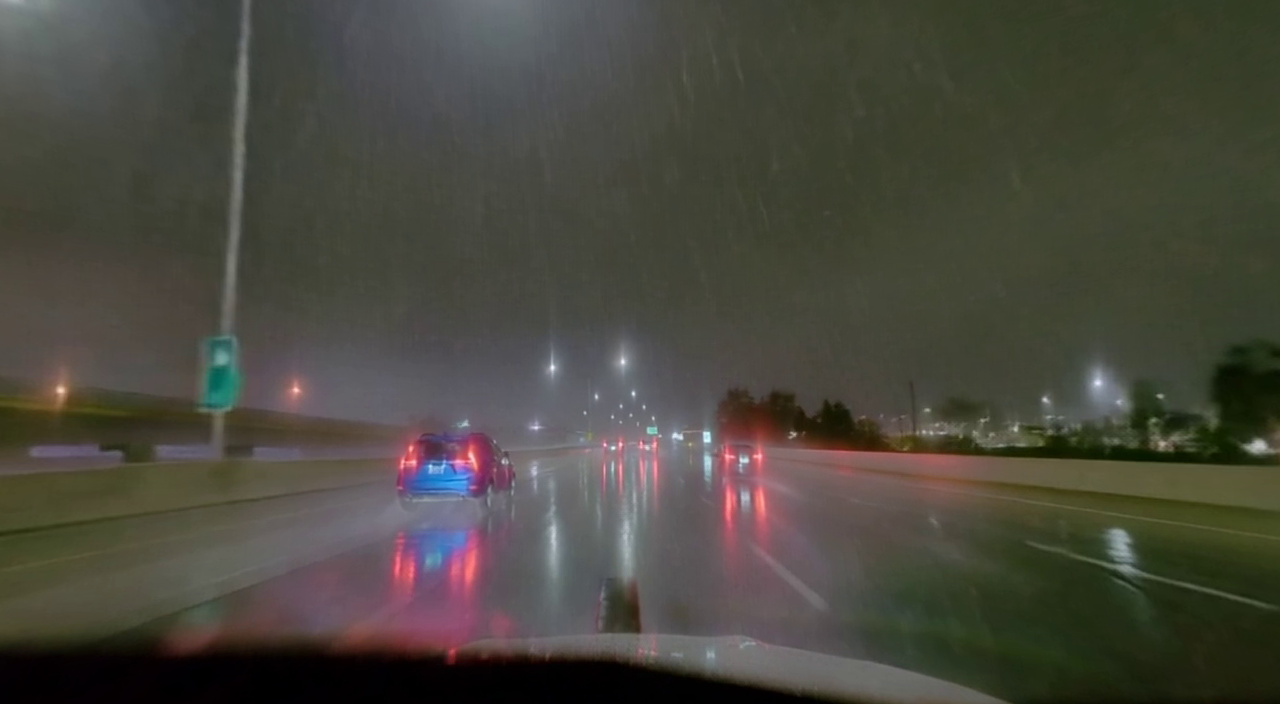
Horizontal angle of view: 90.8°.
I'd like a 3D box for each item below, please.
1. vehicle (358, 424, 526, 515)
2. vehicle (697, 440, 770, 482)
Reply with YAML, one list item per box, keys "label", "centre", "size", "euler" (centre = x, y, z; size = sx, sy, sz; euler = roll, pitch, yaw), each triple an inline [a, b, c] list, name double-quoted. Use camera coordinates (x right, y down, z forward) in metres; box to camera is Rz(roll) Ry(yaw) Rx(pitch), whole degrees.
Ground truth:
- label: "vehicle"
  centre: [-3.975, 2.433, 13.550]
  size: [2.193, 1.641, 4.077]
  euler: [0, -8, 1]
- label: "vehicle"
  centre: [3.464, 4.124, 24.194]
  size: [2.083, 1.453, 4.307]
  euler: [0, -8, -1]
